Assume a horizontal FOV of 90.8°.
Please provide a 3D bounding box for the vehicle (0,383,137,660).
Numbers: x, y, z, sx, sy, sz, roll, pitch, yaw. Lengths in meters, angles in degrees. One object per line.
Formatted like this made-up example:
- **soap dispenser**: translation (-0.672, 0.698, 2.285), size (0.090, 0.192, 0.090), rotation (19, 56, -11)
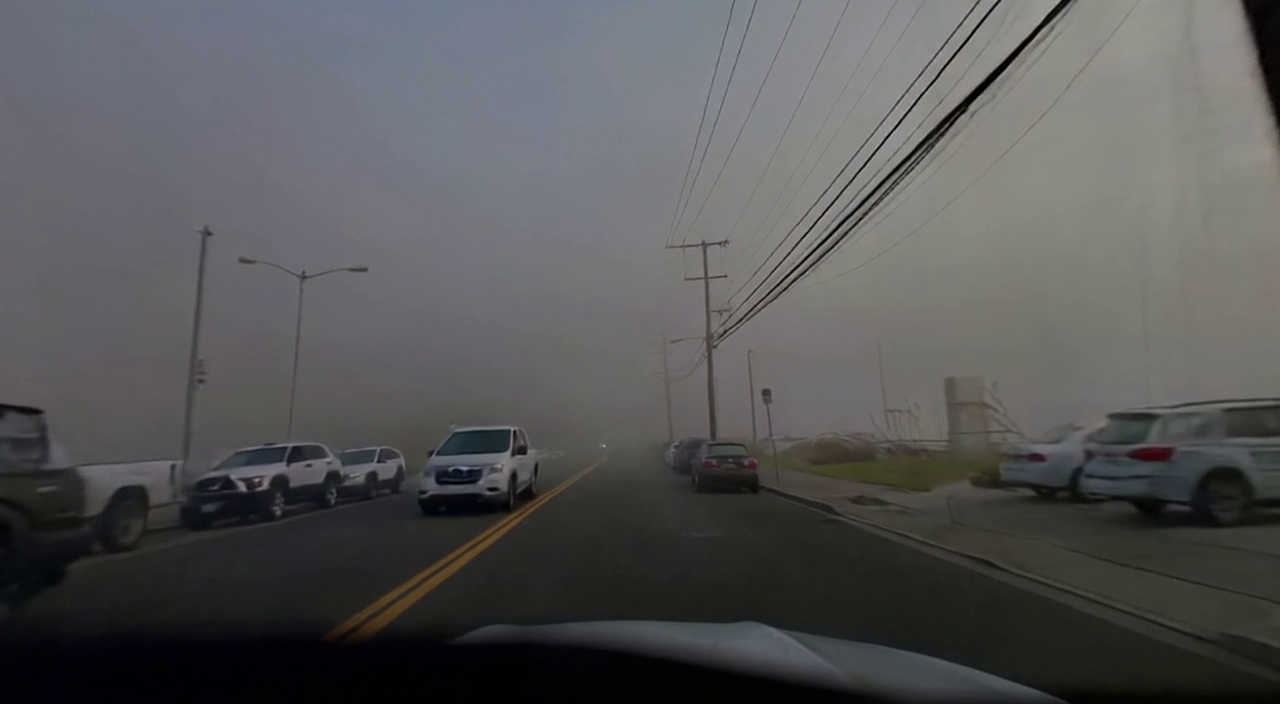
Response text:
- **vehicle**: translation (-5.578, 1.082, 3.458), size (2.152, 1.918, 4.217), rotation (-2, -8, 0)

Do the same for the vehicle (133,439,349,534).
- **vehicle**: translation (-9.195, 3.062, 15.316), size (1.862, 1.851, 5.360), rotation (0, -8, -2)

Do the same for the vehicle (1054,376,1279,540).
- **vehicle**: translation (9.852, 1.549, 9.352), size (5.684, 2.112, 2.321), rotation (0, -9, 2)

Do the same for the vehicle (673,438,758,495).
- **vehicle**: translation (2.315, 3.415, 19.441), size (2.261, 1.503, 4.695), rotation (-1, -8, 7)

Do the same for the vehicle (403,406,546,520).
- **vehicle**: translation (-3.371, 2.374, 13.908), size (2.115, 2.065, 4.452), rotation (0, -9, -3)
